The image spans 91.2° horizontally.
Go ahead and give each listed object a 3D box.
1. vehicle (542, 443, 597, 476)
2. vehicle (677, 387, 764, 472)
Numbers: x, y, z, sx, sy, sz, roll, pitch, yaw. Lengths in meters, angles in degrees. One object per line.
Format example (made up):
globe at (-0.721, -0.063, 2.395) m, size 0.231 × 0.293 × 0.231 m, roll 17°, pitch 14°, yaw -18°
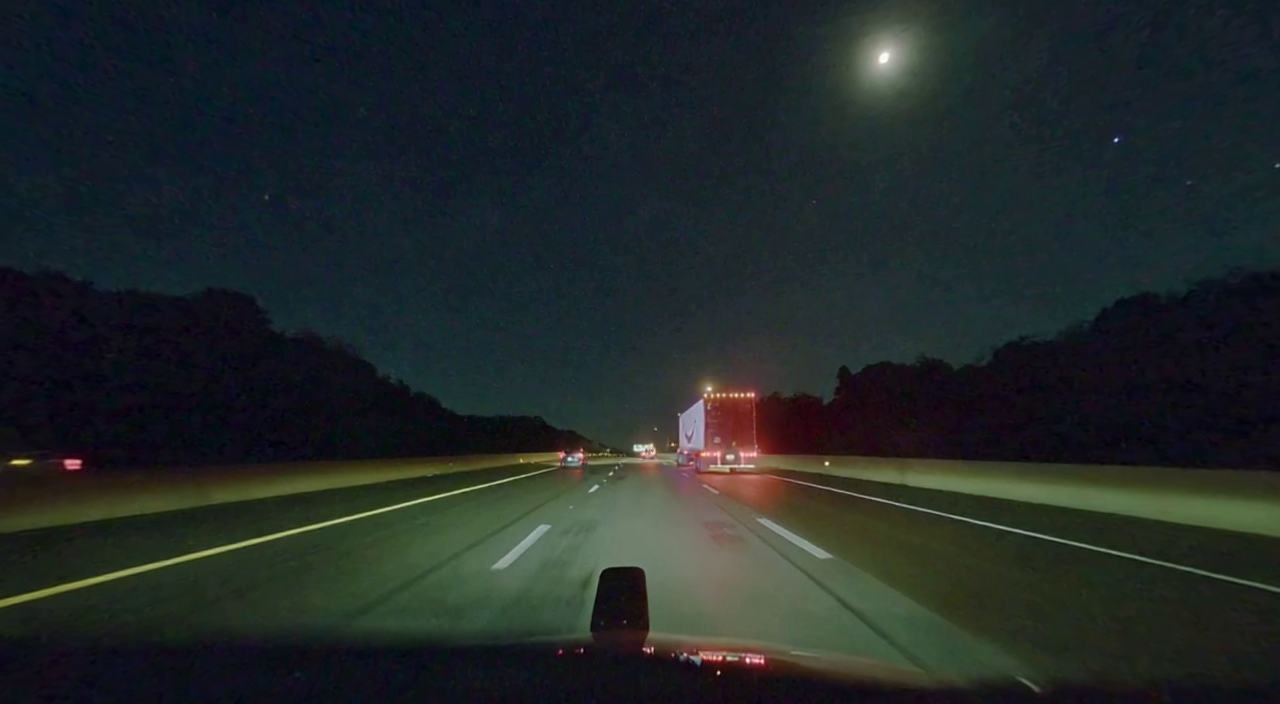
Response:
vehicle at (-3.528, 5.497, 32.335) m, size 2.200 × 1.562 × 4.959 m, roll 0°, pitch -9°, yaw 1°
vehicle at (4.362, 4.962, 38.609) m, size 2.928 × 4.021 × 17.190 m, roll 0°, pitch -8°, yaw -1°
